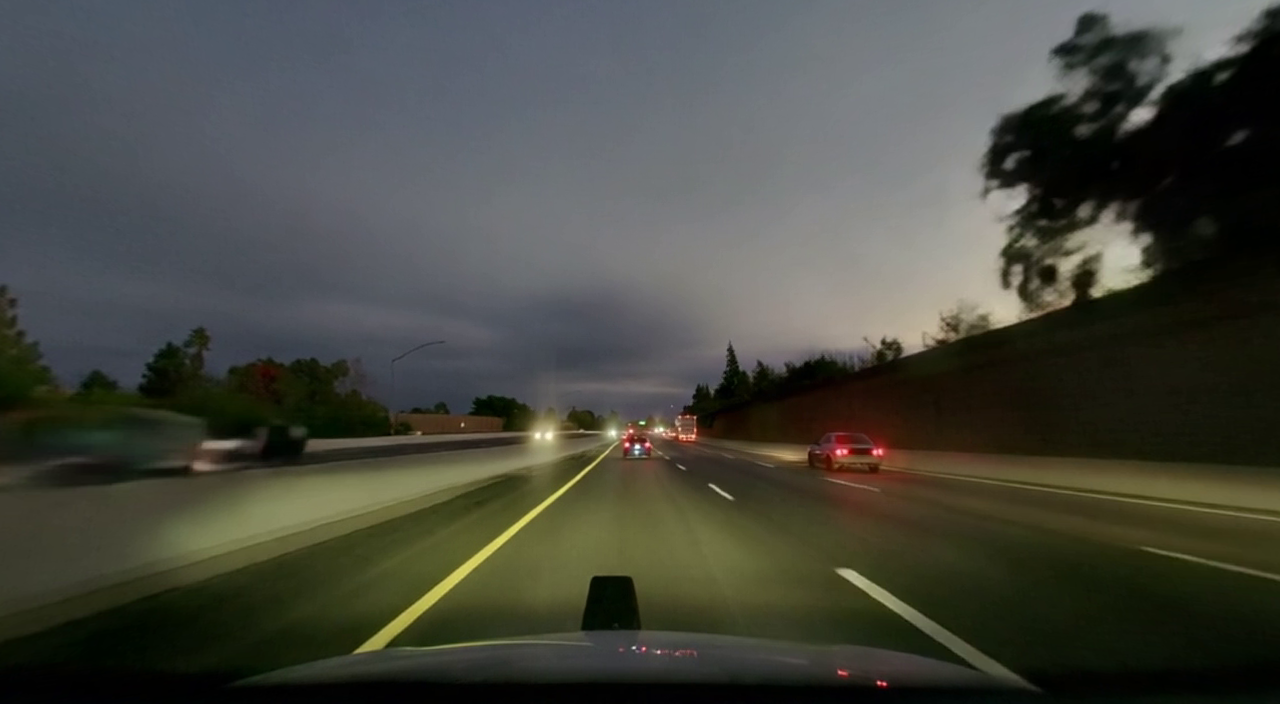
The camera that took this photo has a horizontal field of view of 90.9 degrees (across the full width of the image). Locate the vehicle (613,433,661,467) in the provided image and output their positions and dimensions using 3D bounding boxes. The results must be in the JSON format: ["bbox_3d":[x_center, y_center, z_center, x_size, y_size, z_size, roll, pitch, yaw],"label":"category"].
[{"bbox_3d":[-0.174,4.604,29.918,2.119,1.480,4.000,0,-8,-1],"label":"vehicle"}]

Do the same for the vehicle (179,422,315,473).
[{"bbox_3d":[-12.654,3.092,20.623,1.883,1.490,3.959,0,-8,0],"label":"vehicle"}]
